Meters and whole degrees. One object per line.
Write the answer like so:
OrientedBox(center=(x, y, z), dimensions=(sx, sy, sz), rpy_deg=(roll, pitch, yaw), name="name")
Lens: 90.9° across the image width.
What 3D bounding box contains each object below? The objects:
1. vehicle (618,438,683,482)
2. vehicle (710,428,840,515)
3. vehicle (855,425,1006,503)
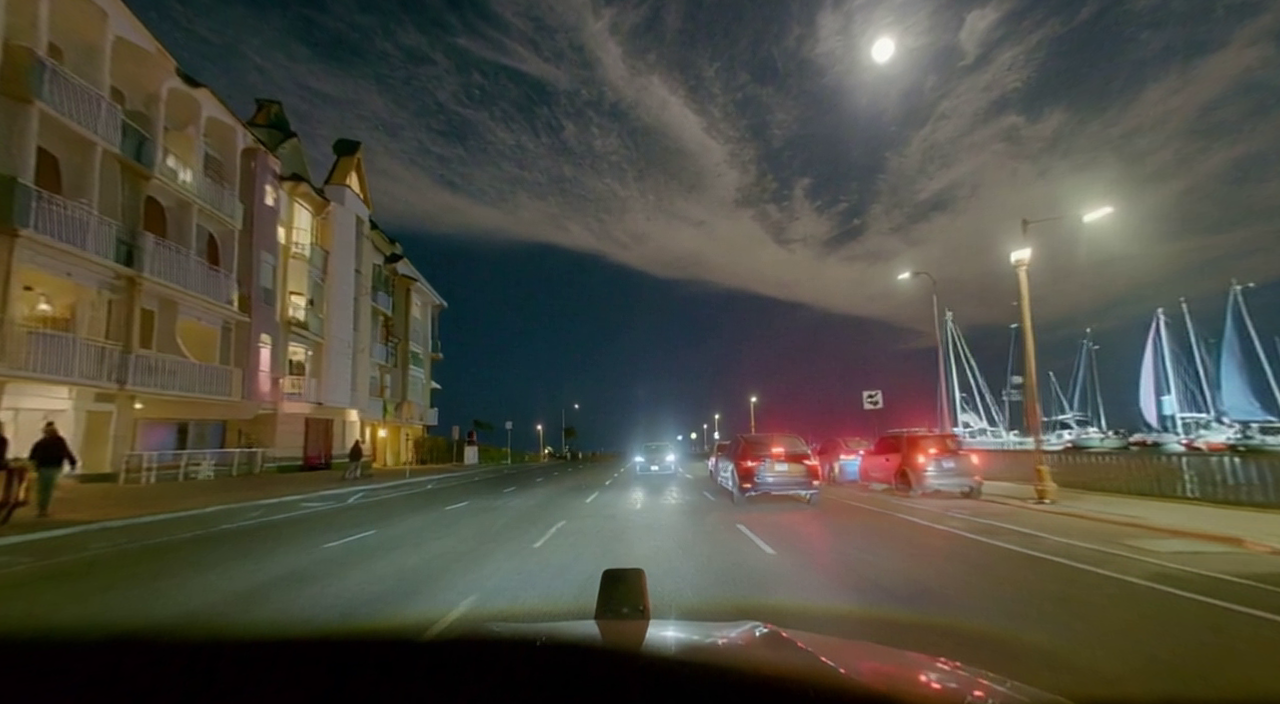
OrientedBox(center=(0.429, 4.099, 24.197), dimensions=(2.284, 1.496, 3.949), rpy_deg=(-1, -8, 1), name="vehicle")
OrientedBox(center=(2.805, 2.593, 14.142), dimensions=(2.047, 1.640, 4.051), rpy_deg=(0, -8, 1), name="vehicle")
OrientedBox(center=(7.805, 3.055, 17.542), dimensions=(1.969, 1.852, 4.514), rpy_deg=(0, -8, -1), name="vehicle")
